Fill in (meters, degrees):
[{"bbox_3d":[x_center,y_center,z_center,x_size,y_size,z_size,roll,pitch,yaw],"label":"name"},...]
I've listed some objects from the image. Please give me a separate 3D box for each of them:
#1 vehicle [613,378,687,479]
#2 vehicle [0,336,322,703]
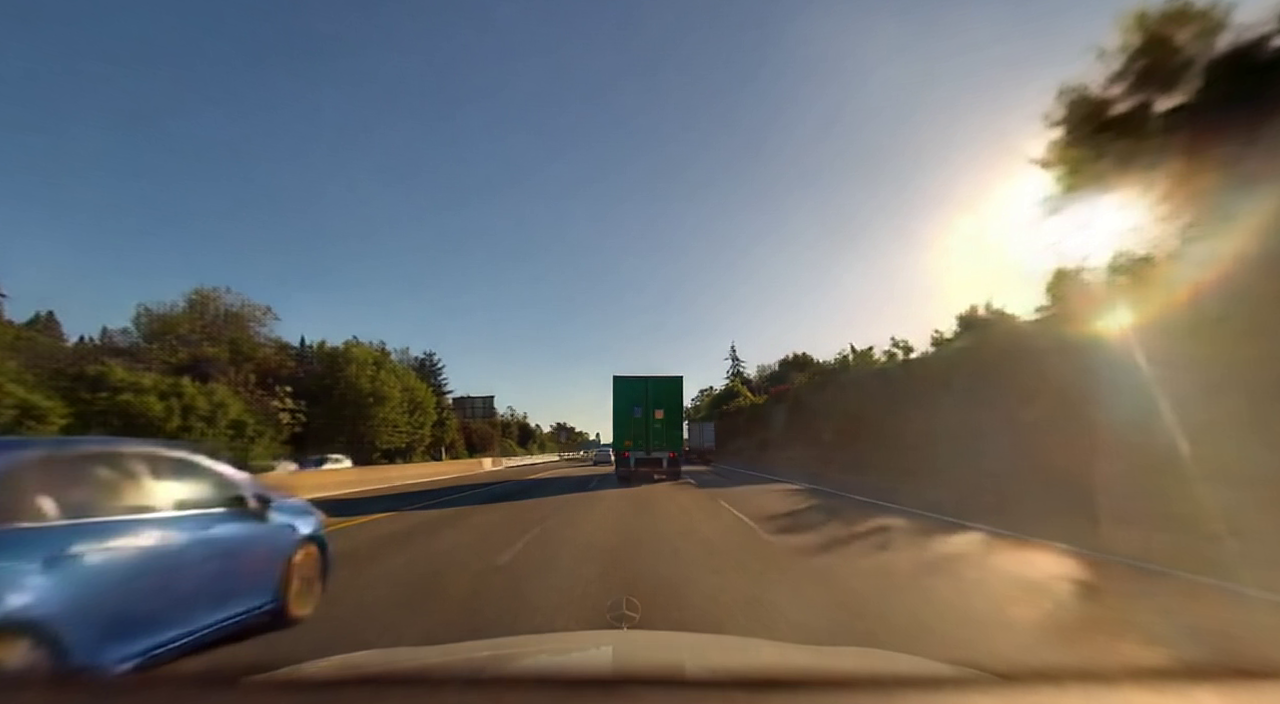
[{"bbox_3d":[0.411,3.865,30.754,2.932,4.042,11.054,0,-9,0],"label":"vehicle"},{"bbox_3d":[-3.494,0.790,2.460,2.173,1.657,4.401,0,-9,0],"label":"vehicle"}]
